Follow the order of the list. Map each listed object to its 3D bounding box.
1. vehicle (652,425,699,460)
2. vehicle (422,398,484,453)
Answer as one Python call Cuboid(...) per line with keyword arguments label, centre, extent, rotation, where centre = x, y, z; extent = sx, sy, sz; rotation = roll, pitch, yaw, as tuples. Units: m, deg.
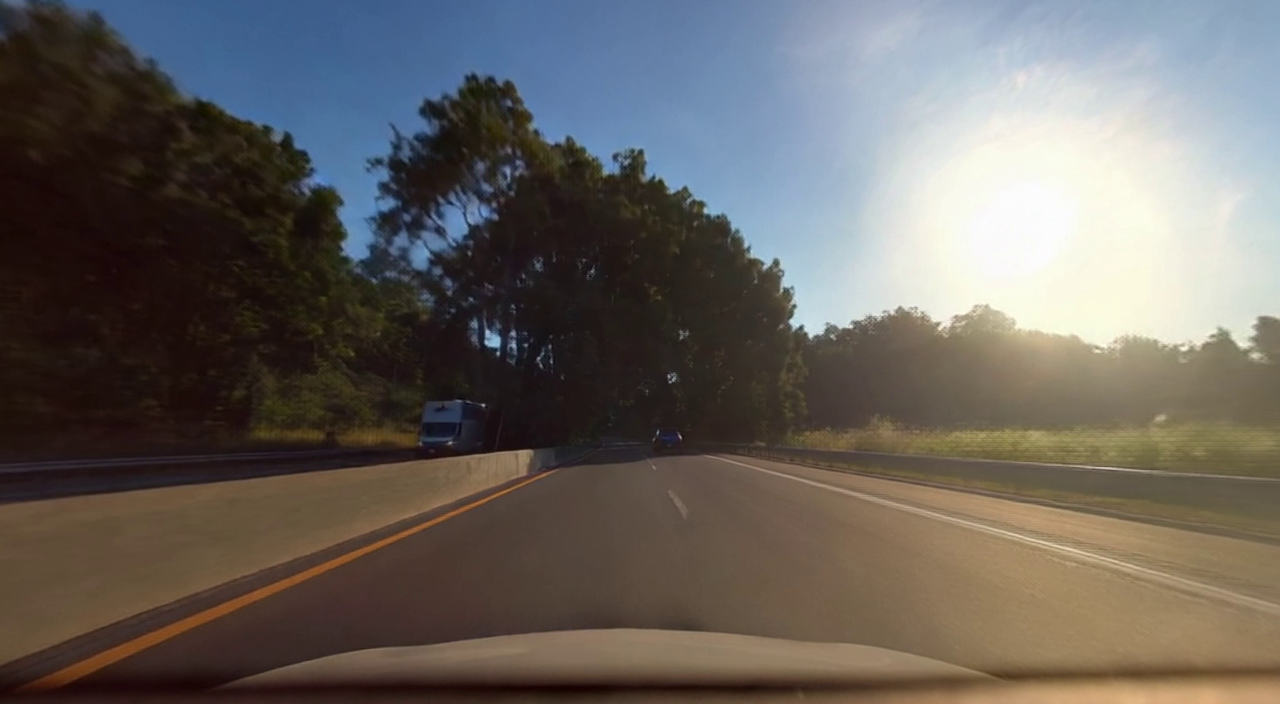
Cuboid(label="vehicle", centre=(1.925, 5.096, 35.751), extent=(2.240, 1.801, 4.545), rotation=(0, -8, -2))
Cuboid(label="vehicle", centre=(-14.264, 5.715, 48.577), extent=(3.077, 3.908, 5.911), rotation=(0, -8, -2))
